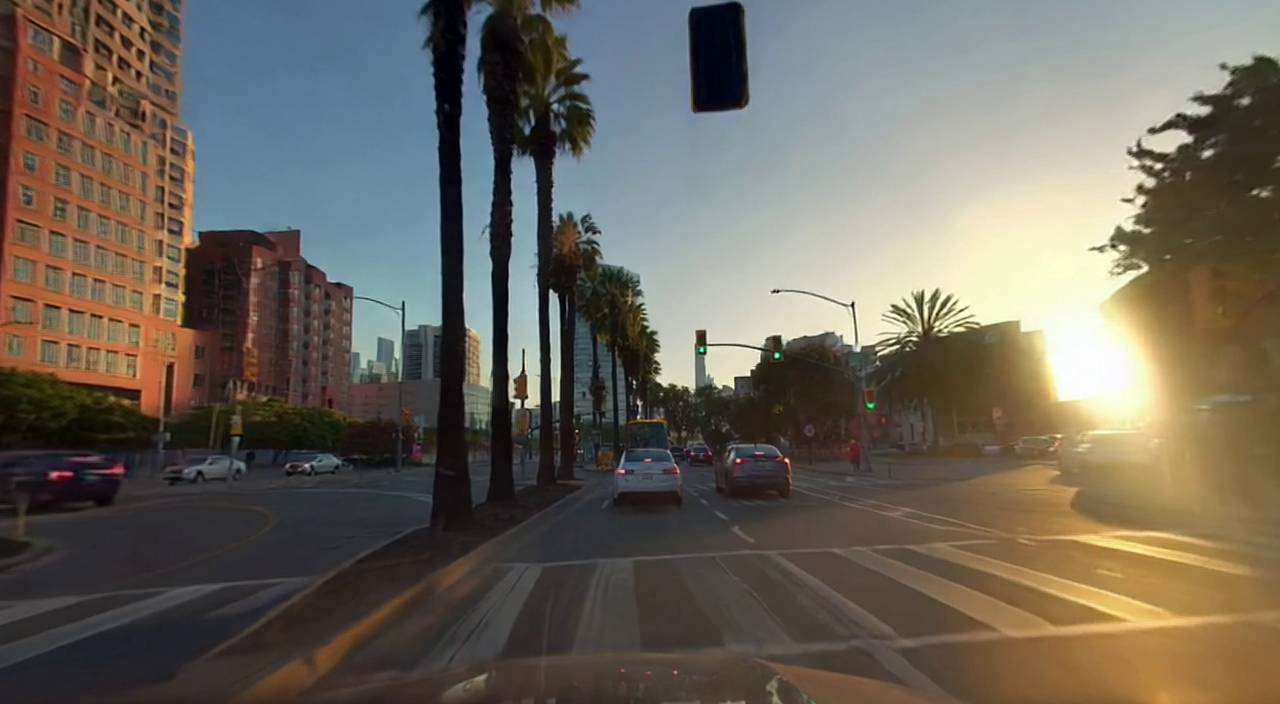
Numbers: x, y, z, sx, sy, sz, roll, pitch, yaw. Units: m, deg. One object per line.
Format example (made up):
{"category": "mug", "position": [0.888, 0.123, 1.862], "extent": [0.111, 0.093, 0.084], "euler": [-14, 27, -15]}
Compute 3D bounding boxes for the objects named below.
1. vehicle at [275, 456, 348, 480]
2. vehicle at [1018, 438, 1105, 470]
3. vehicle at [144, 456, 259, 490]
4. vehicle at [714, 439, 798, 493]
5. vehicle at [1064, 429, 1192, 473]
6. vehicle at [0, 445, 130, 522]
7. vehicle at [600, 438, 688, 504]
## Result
{"category": "vehicle", "position": [-22.213, 7.867, 42.960], "extent": [1.809, 1.472, 4.601], "euler": [-2, -9, 13]}
{"category": "vehicle", "position": [21.427, 5.207, 32.354], "extent": [1.852, 1.455, 4.673], "euler": [-2, -9, 9]}
{"category": "vehicle", "position": [-21.675, 5.982, 31.497], "extent": [1.844, 1.478, 4.618], "euler": [-2, -9, 12]}
{"category": "vehicle", "position": [3.462, 3.474, 19.512], "extent": [1.909, 1.500, 3.524], "euler": [0, -9, 0]}
{"category": "vehicle", "position": [20.384, 4.169, 26.709], "extent": [1.959, 1.674, 4.706], "euler": [-1, -9, 6]}
{"category": "vehicle", "position": [-14.155, 2.825, 13.866], "extent": [4.435, 1.501, 1.977], "euler": [-2, -9, 8]}
{"category": "vehicle", "position": [0.128, 3.053, 16.539], "extent": [2.048, 1.503, 3.681], "euler": [0, -9, 1]}
